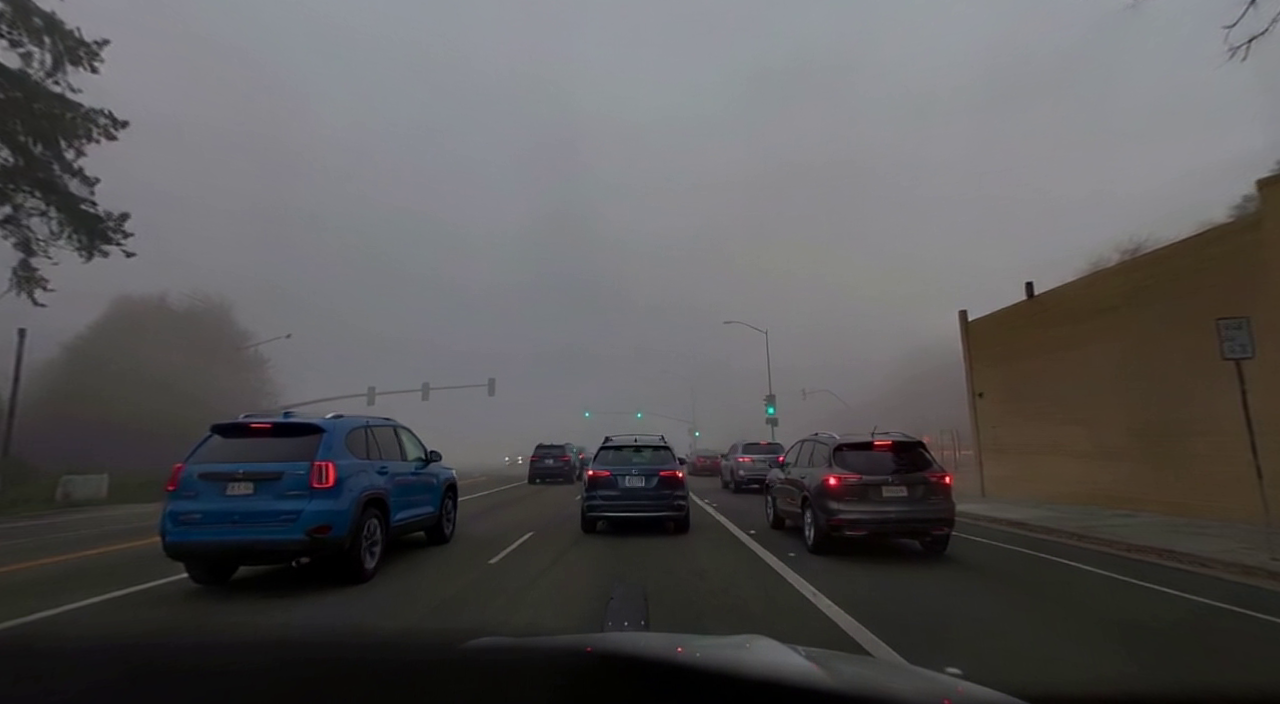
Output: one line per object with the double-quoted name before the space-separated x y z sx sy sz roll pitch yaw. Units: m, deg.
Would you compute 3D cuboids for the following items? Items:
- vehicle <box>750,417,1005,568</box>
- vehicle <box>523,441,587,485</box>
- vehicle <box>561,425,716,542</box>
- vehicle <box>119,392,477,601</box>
"vehicle" 3.081 1.911 9.370 2.029 1.702 4.281 0 -8 -1
"vehicle" -3.667 4.886 28.128 2.067 1.759 4.631 0 -8 2
"vehicle" -0.008 2.201 11.182 2.245 1.677 3.913 0 -8 0
"vehicle" -3.727 1.654 8.098 2.070 1.913 4.450 0 -8 0
